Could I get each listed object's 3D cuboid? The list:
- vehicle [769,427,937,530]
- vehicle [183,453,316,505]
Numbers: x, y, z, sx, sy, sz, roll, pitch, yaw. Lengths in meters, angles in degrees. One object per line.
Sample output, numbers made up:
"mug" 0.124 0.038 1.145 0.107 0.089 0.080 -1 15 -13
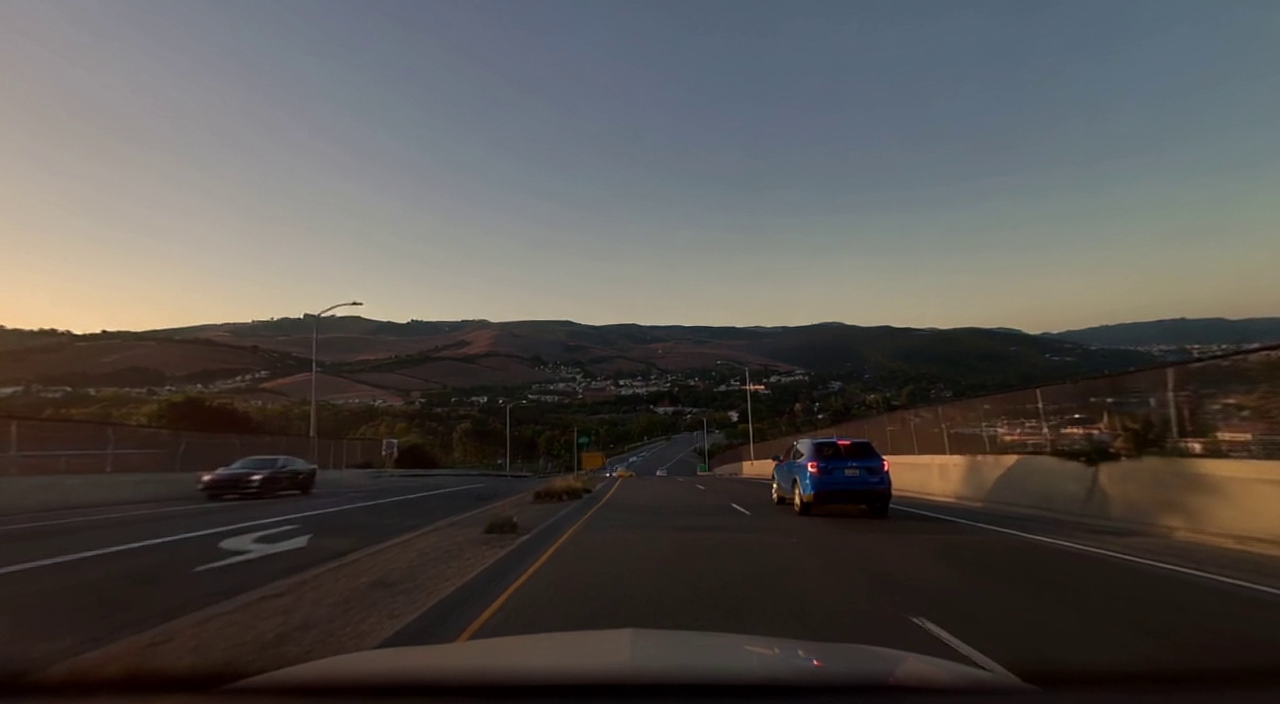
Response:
"vehicle" 4.088 2.489 12.993 1.989 1.730 4.324 0 -9 1
"vehicle" -13.894 4.496 22.807 1.918 1.642 4.391 0 -9 1
